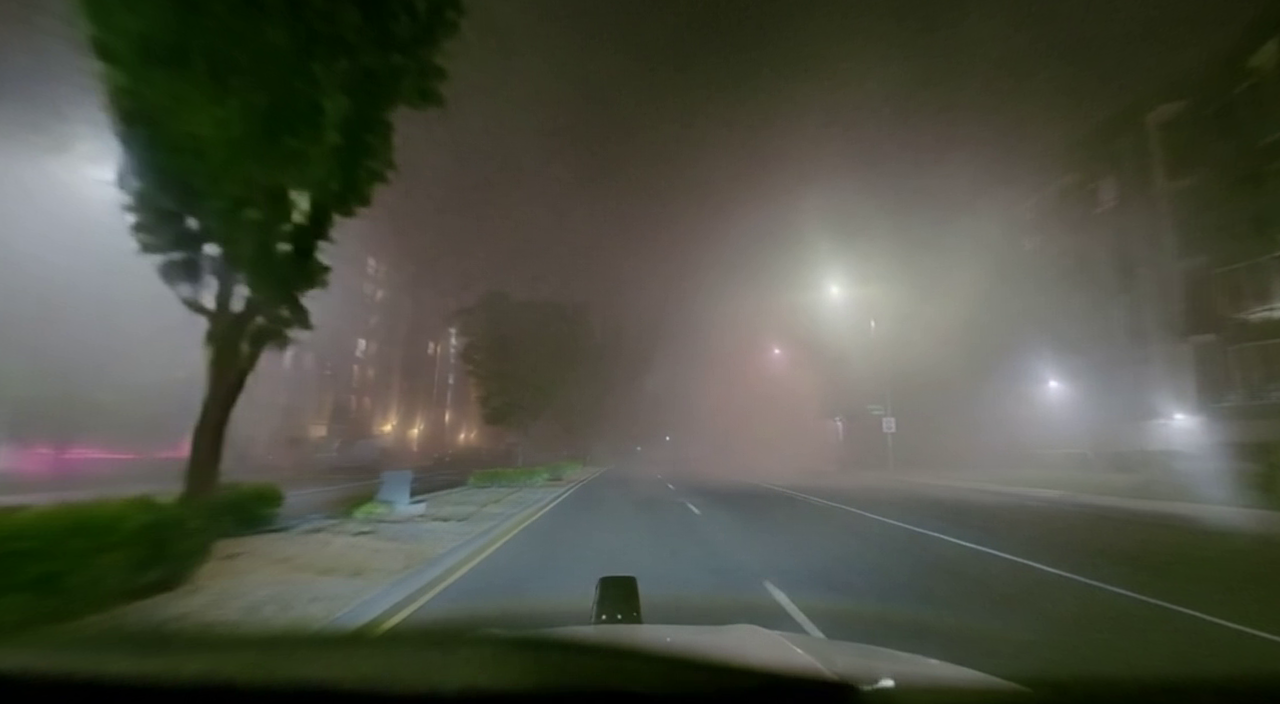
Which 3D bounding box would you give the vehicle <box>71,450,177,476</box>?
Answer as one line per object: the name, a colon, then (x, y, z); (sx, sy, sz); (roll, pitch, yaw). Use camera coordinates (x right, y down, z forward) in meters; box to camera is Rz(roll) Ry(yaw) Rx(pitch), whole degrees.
vehicle: (-34.076, 7.325, 41.838); (5.184, 1.645, 1.977); (1, -9, -1)
